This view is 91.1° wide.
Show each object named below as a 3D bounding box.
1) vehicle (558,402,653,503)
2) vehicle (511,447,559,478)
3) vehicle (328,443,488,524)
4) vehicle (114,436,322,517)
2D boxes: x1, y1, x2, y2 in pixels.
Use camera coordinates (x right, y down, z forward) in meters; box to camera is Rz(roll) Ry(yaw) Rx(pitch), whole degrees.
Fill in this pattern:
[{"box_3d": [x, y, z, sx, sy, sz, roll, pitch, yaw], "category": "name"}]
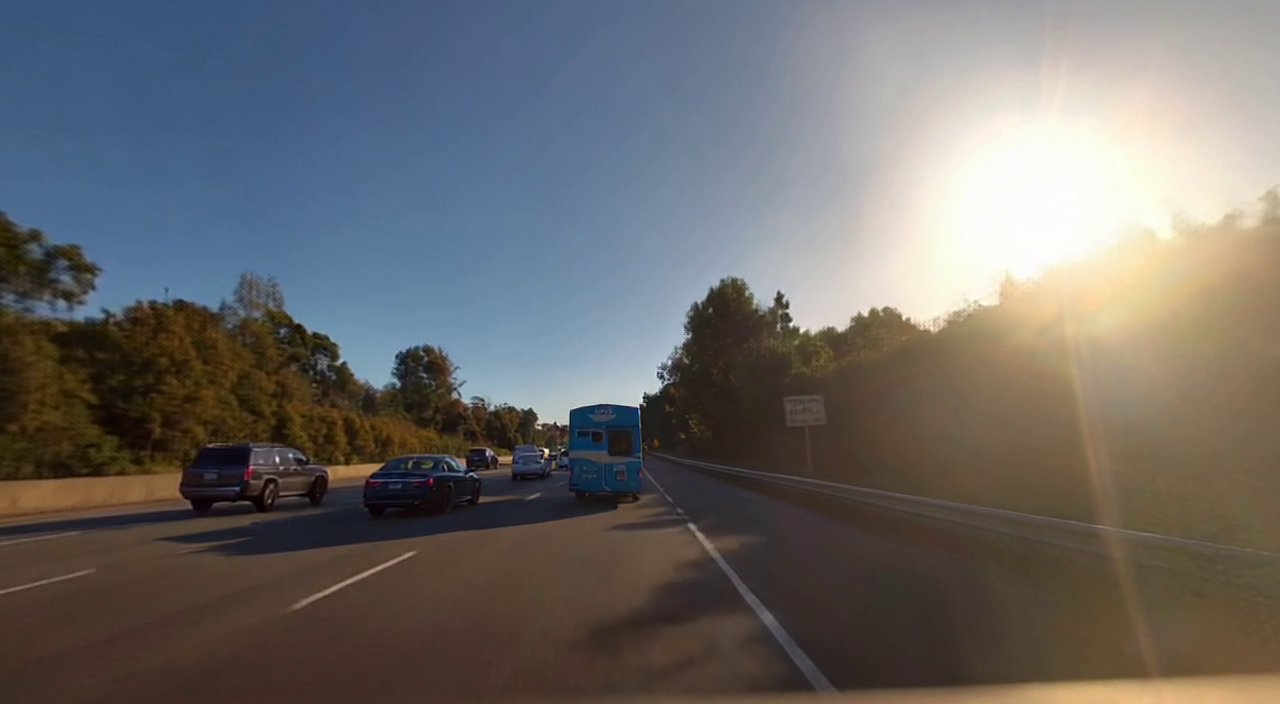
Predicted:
[{"box_3d": [-0.916, 2.963, 18.743, 2.394, 2.556, 5.232, 0, -9, -1], "category": "vehicle"}, {"box_3d": [-5.300, 5.580, 32.003, 1.872, 1.480, 3.545, 0, -9, -1], "category": "vehicle"}, {"box_3d": [-4.717, 2.704, 13.499, 1.876, 1.438, 4.072, 0, -9, 0], "category": "vehicle"}, {"box_3d": [-9.694, 2.863, 14.988, 2.010, 1.621, 4.252, 0, -9, -1], "category": "vehicle"}]
